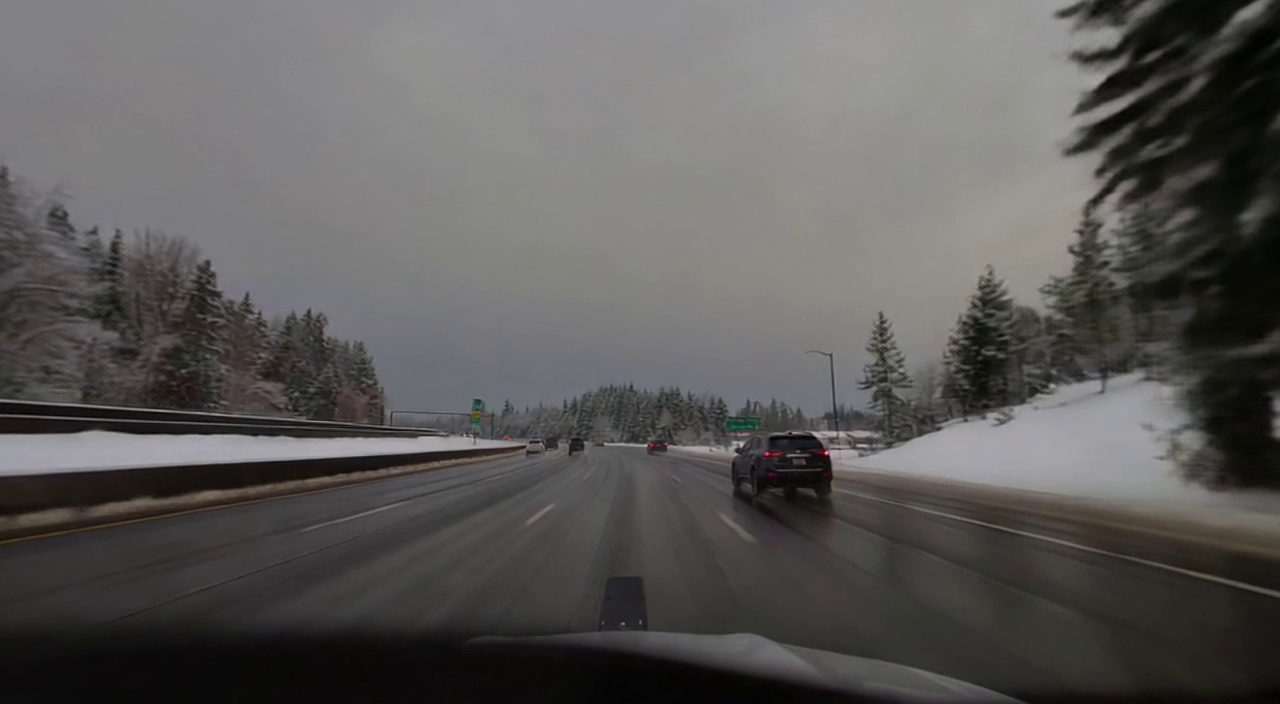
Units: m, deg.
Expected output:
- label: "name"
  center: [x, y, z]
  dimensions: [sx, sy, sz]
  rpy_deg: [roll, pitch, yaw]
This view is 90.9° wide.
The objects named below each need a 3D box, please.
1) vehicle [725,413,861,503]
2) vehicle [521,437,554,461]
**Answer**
- label: "vehicle"
  center: [3.405, 2.462, 14.987]
  dimensions: [2.043, 1.795, 4.347]
  rpy_deg: [0, -8, -1]
- label: "vehicle"
  center: [-7.412, 7.098, 46.071]
  dimensions: [2.064, 1.645, 4.286]
  rpy_deg: [1, -8, -5]
